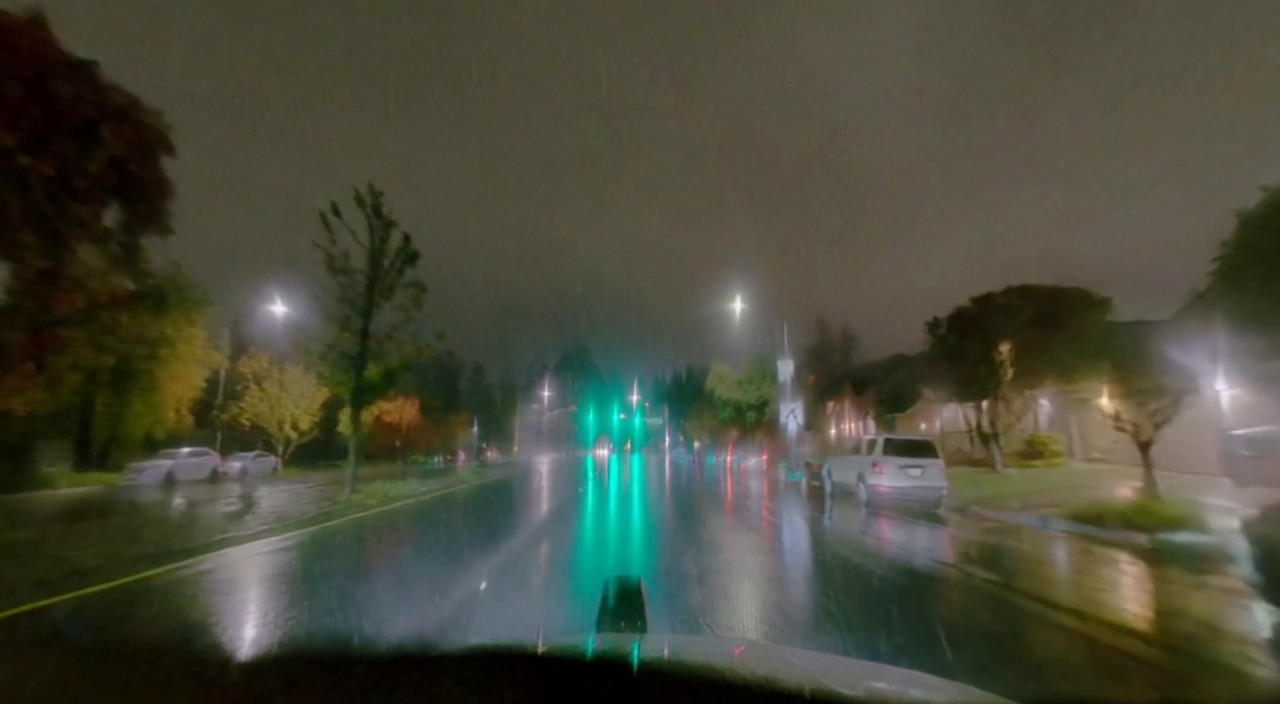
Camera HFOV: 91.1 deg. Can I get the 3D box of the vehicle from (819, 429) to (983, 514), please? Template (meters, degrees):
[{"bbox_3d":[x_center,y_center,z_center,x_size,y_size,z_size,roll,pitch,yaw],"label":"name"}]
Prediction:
[{"bbox_3d":[6.473,3.017,16.387,2.032,1.844,4.964,1,-9,-2],"label":"vehicle"}]

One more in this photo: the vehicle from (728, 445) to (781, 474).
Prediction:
[{"bbox_3d":[6.374,6.008,35.372,1.922,1.494,4.772,1,-9,-2],"label":"vehicle"}]

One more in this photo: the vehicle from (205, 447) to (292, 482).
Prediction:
[{"bbox_3d":[-21.685,6.208,35.030,1.965,1.523,4.798,-1,-6,-2],"label":"vehicle"}]

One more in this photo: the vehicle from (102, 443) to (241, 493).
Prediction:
[{"bbox_3d":[-21.383,5.260,29.070,2.196,1.854,5.677,-1,-7,-1],"label":"vehicle"}]
